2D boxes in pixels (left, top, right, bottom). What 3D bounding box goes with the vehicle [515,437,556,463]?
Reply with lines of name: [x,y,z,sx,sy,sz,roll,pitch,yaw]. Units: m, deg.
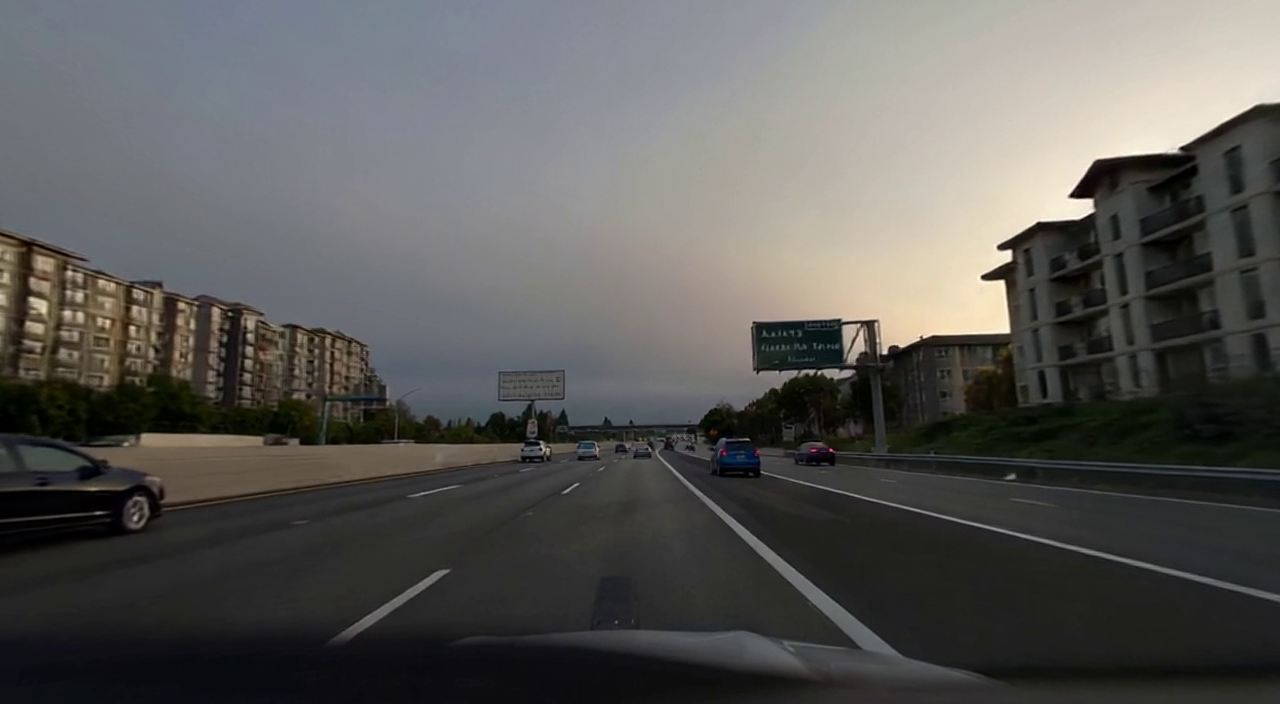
vehicle: [-7.272,6.867,44.430,2.057,1.733,4.589,0,-8,1]

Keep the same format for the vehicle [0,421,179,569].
vehicle: [-7.518,1.480,6.594,2.021,1.496,4.495,0,-8,0]

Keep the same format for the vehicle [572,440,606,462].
vehicle: [-3.541,7.043,44.837,2.002,1.466,4.378,0,-8,0]

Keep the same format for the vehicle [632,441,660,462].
vehicle: [0.435,7.303,46.433,1.992,1.431,4.055,0,-8,0]

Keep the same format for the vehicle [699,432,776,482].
vehicle: [3.513,3.879,23.619,2.080,1.694,4.286,0,-8,-1]

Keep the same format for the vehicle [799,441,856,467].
vehicle: [11.038,6.023,37.535,2.061,1.459,4.273,0,-8,-1]
